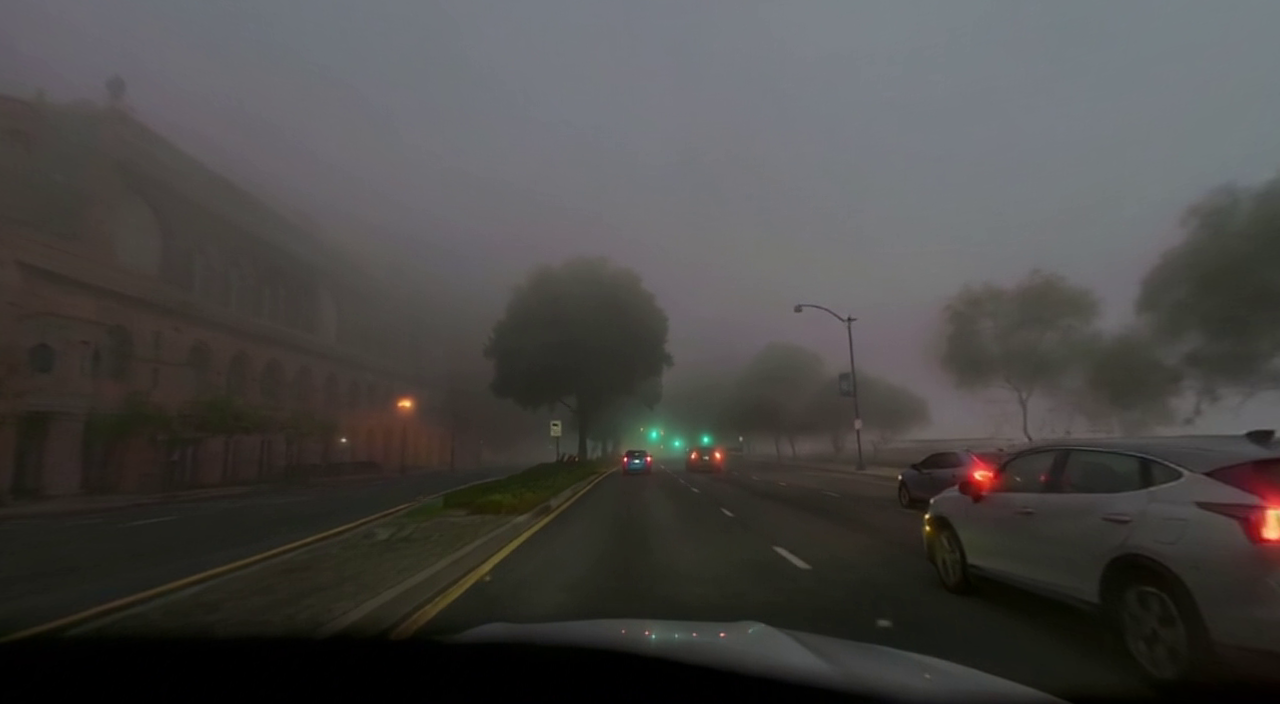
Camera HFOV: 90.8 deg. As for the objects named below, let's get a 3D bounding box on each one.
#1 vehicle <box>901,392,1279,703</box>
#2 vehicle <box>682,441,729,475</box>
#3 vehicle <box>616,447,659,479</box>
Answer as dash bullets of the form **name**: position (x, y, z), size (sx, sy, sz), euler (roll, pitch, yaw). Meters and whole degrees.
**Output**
- **vehicle**: position (3.656, 1.210, 4.445), size (1.937, 1.538, 3.832), euler (-1, -9, -1)
- **vehicle**: position (3.522, 5.836, 34.955), size (2.036, 1.757, 4.300), euler (0, -9, -1)
- **vehicle**: position (-0.143, 5.587, 32.078), size (2.054, 1.446, 3.969), euler (-1, -9, -1)
